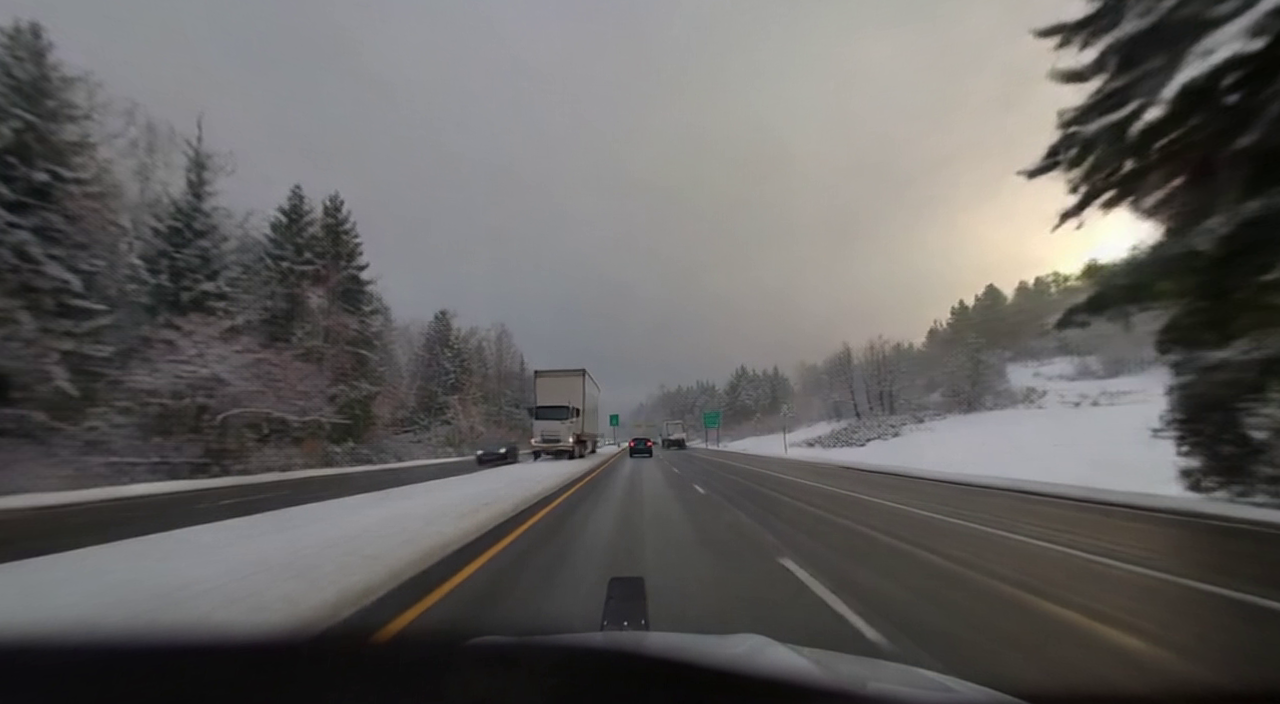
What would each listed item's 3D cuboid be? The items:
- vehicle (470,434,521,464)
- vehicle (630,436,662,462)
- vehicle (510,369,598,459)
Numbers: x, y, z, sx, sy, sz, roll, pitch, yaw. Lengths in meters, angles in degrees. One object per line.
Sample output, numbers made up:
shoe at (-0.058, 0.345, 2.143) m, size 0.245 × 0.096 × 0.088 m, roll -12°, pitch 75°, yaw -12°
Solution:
vehicle at (-8.303, 5.641, 36.556) m, size 1.974 × 1.631 × 4.232 m, roll 0°, pitch -8°, yaw 0°
vehicle at (0.339, 6.113, 39.706) m, size 1.924 × 1.498 × 3.817 m, roll 0°, pitch -8°, yaw 0°
vehicle at (-4.131, 3.529, 33.419) m, size 3.120 × 3.936 × 11.480 m, roll 0°, pitch -8°, yaw 0°
